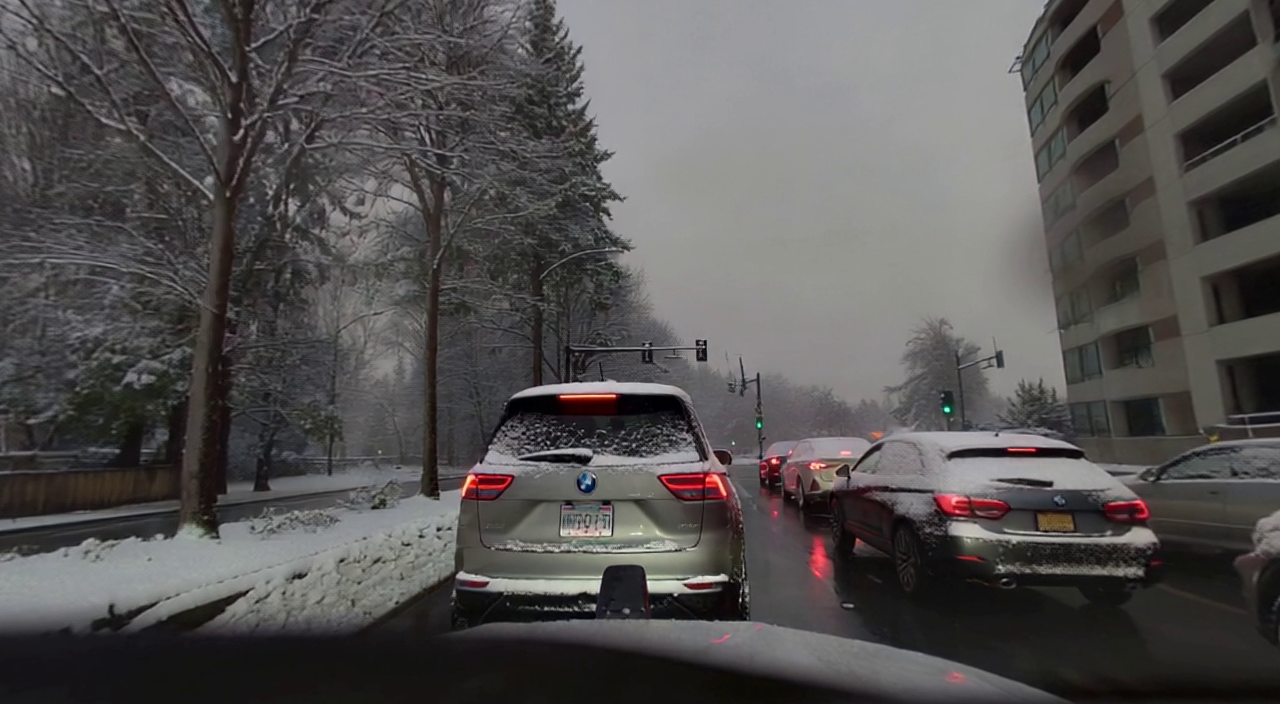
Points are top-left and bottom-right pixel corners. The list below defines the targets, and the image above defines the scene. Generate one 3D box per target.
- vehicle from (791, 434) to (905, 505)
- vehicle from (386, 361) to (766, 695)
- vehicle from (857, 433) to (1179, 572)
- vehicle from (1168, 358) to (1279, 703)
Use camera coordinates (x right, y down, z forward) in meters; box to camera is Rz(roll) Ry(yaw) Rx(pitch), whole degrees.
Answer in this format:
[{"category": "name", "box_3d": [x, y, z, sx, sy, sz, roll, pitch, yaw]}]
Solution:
[{"category": "vehicle", "box_3d": [5.319, 3.034, 16.733, 1.994, 1.638, 4.100, -1, -9, 6]}, {"category": "vehicle", "box_3d": [-0.215, 1.237, 5.565, 2.021, 1.742, 4.295, -1, -8, 4]}, {"category": "vehicle", "box_3d": [4.894, 1.973, 9.171, 1.963, 1.480, 4.553, 0, -8, 2]}, {"category": "vehicle", "box_3d": [4.057, 0.609, 1.115, 1.993, 1.719, 4.953, 0, -8, 1]}]
